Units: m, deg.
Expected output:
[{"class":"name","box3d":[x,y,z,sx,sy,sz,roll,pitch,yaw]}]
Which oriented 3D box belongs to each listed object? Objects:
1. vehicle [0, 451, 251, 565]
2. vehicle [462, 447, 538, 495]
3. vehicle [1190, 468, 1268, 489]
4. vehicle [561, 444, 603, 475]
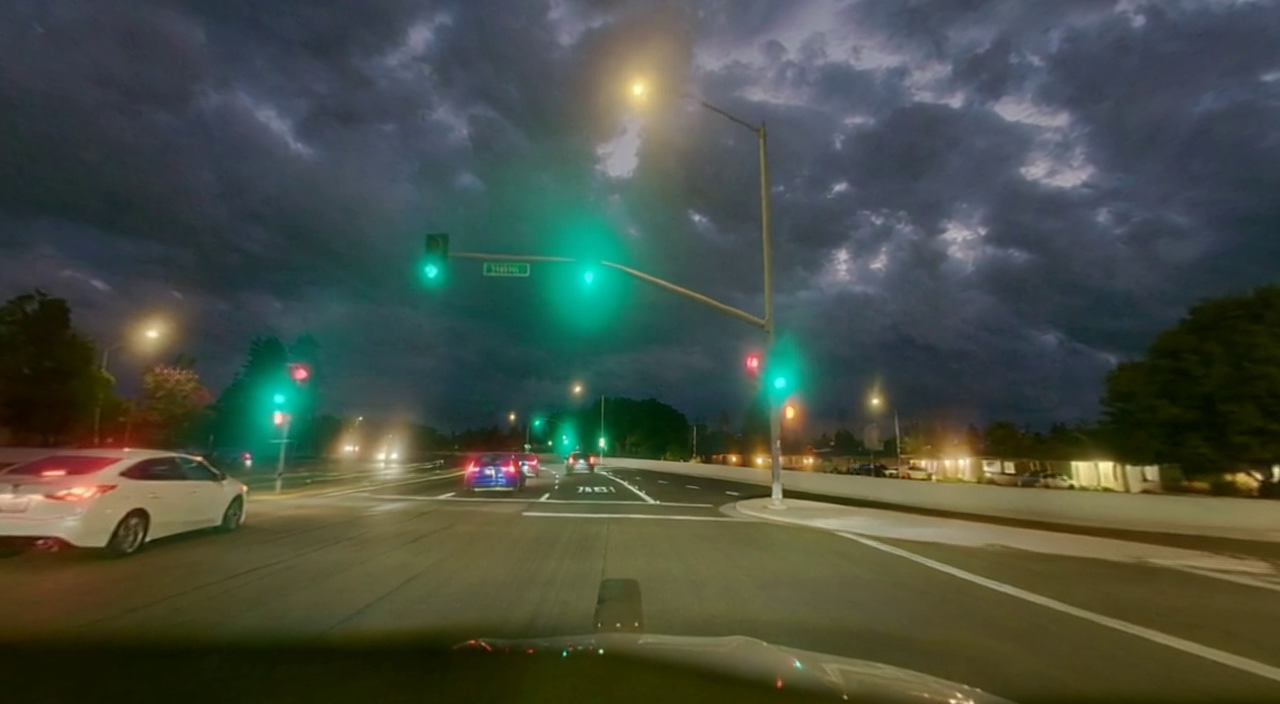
[{"class":"vehicle","box3d":[-8.506,2.349,10.286,1.889,1.429,4.029,0,-8,-2]},{"class":"vehicle","box3d":[-5.150,4.407,23.865,2.098,1.613,4.606,0,-8,-4]},{"class":"vehicle","box3d":[45.513,9.735,48.832,4.468,1.458,1.757,1,-8,-5]},{"class":"vehicle","box3d":[-4.068,7.345,43.587,2.526,1.982,5.294,1,-9,-9]}]
